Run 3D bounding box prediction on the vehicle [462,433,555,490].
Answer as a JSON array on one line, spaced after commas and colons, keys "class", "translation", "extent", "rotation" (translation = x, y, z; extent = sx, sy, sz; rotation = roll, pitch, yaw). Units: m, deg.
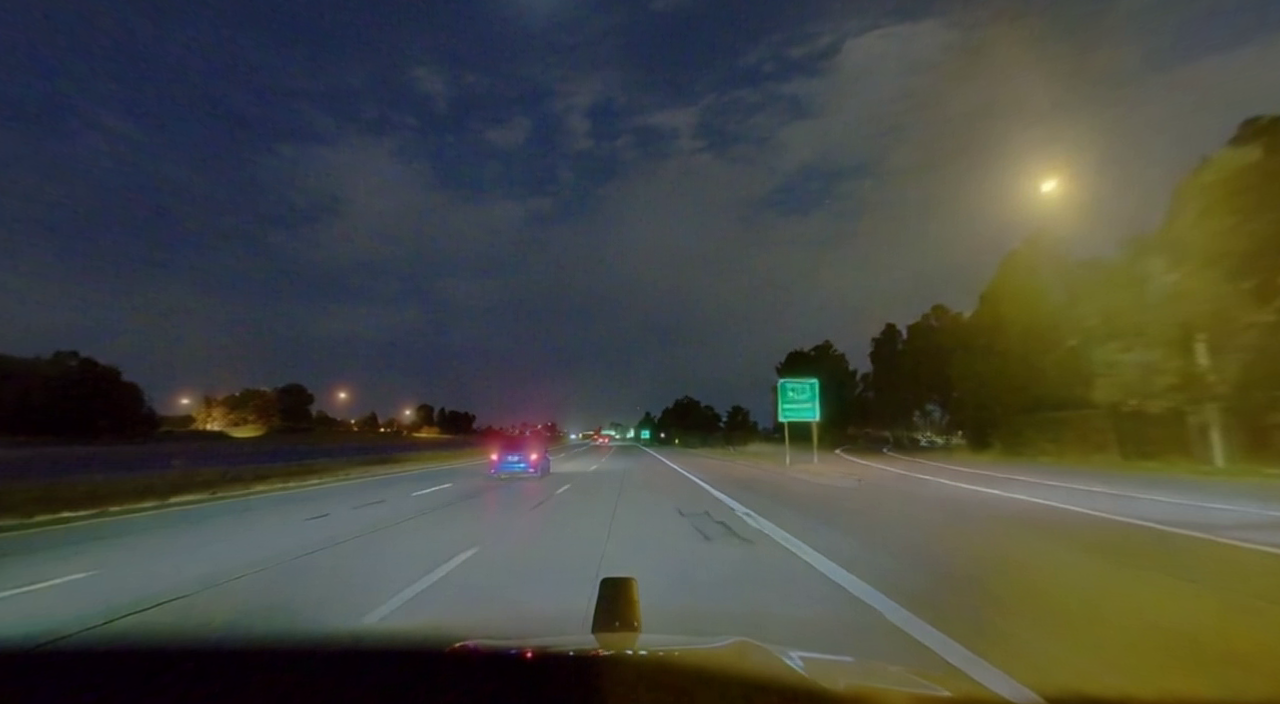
[{"class": "vehicle", "translation": [-3.940, 3.321, 19.528], "extent": [2.008, 1.567, 3.959], "rotation": [0, -8, 0]}]
